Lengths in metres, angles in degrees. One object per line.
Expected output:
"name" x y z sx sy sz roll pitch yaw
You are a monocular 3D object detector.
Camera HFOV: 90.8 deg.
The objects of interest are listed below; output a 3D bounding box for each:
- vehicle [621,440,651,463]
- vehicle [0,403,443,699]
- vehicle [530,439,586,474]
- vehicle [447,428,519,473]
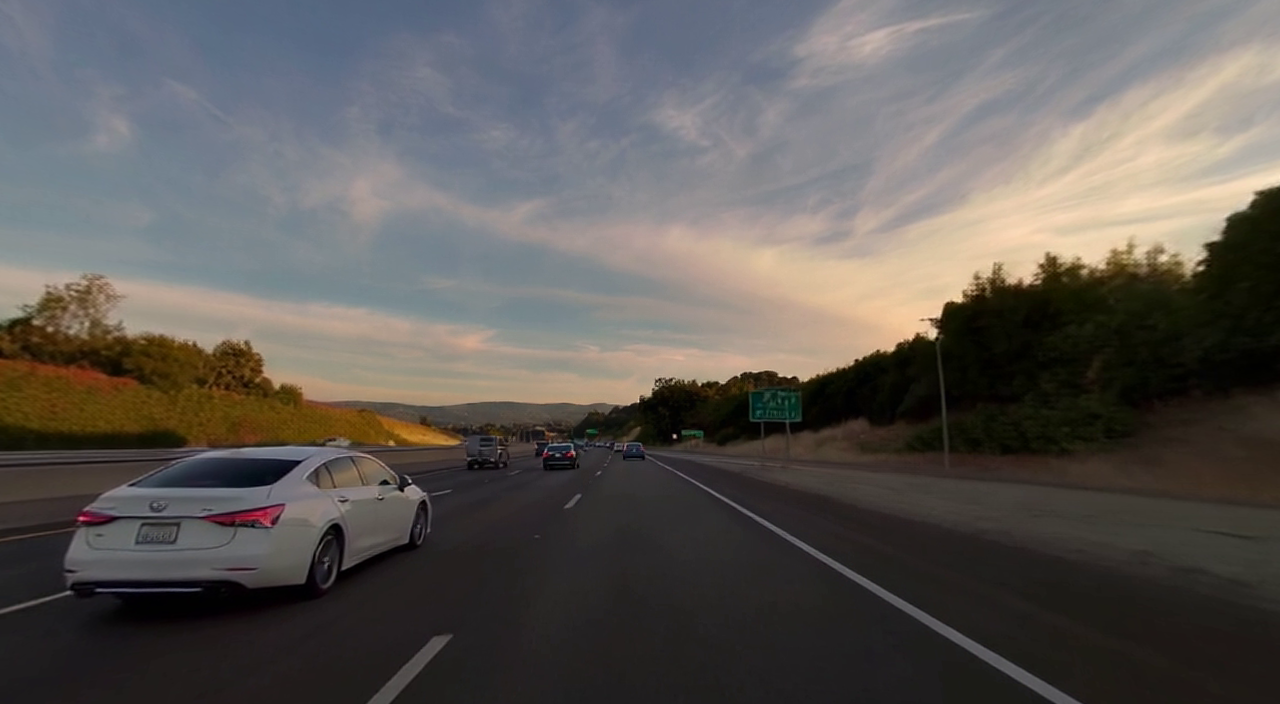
"vehicle" -0.312 7.039 44.778 2.018 1.508 4.087 0 -8 -2
"vehicle" -3.437 1.342 5.511 2.025 1.506 4.429 0 -8 0
"vehicle" -3.685 4.787 29.226 2.068 1.501 4.395 0 -8 -1
"vehicle" -7.450 4.744 30.571 2.171 1.982 5.246 0 -8 -1
